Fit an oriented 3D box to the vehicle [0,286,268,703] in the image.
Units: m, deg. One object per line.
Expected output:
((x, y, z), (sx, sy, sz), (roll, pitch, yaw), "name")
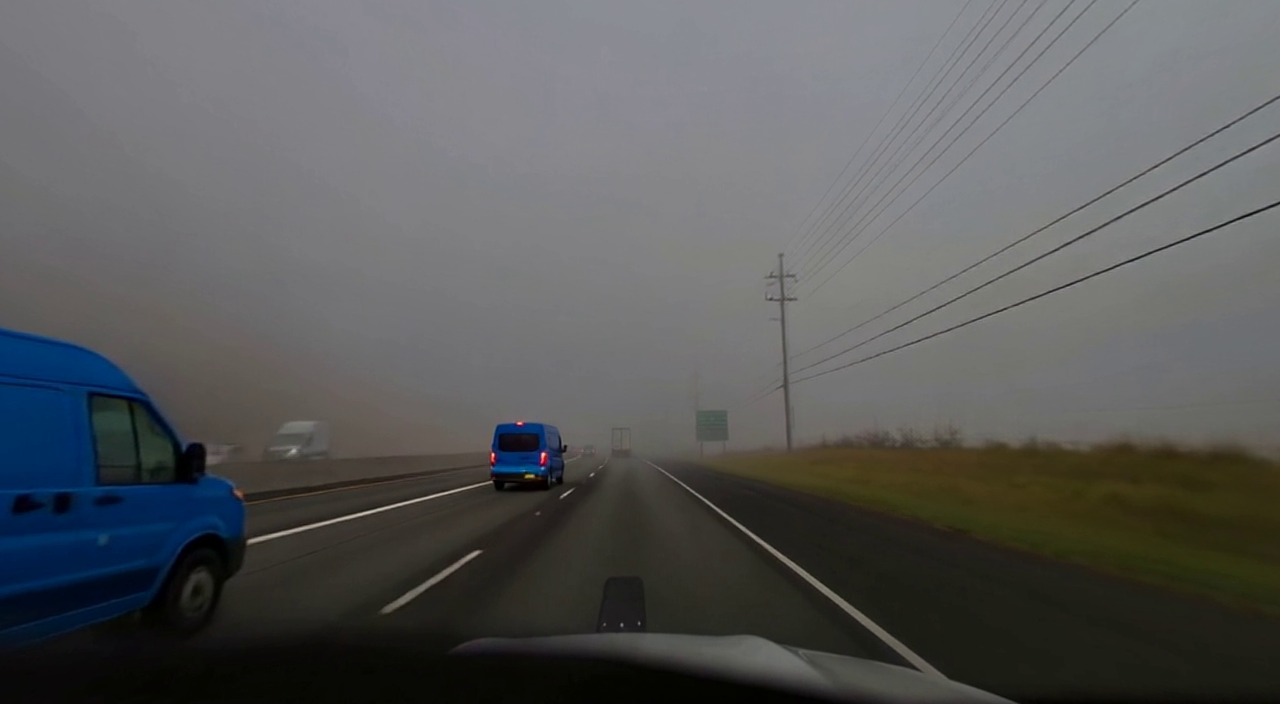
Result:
((-3.903, 0.634, 2.191), (2.145, 2.010, 4.980), (0, -9, 0), "vehicle")

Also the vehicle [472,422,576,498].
((-3.370, 3.293, 19.552), (2.197, 2.011, 5.130), (0, -9, 0), "vehicle")

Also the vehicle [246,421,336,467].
((-24.101, 6.456, 43.975), (2.641, 2.951, 6.304), (0, -9, -1), "vehicle")
